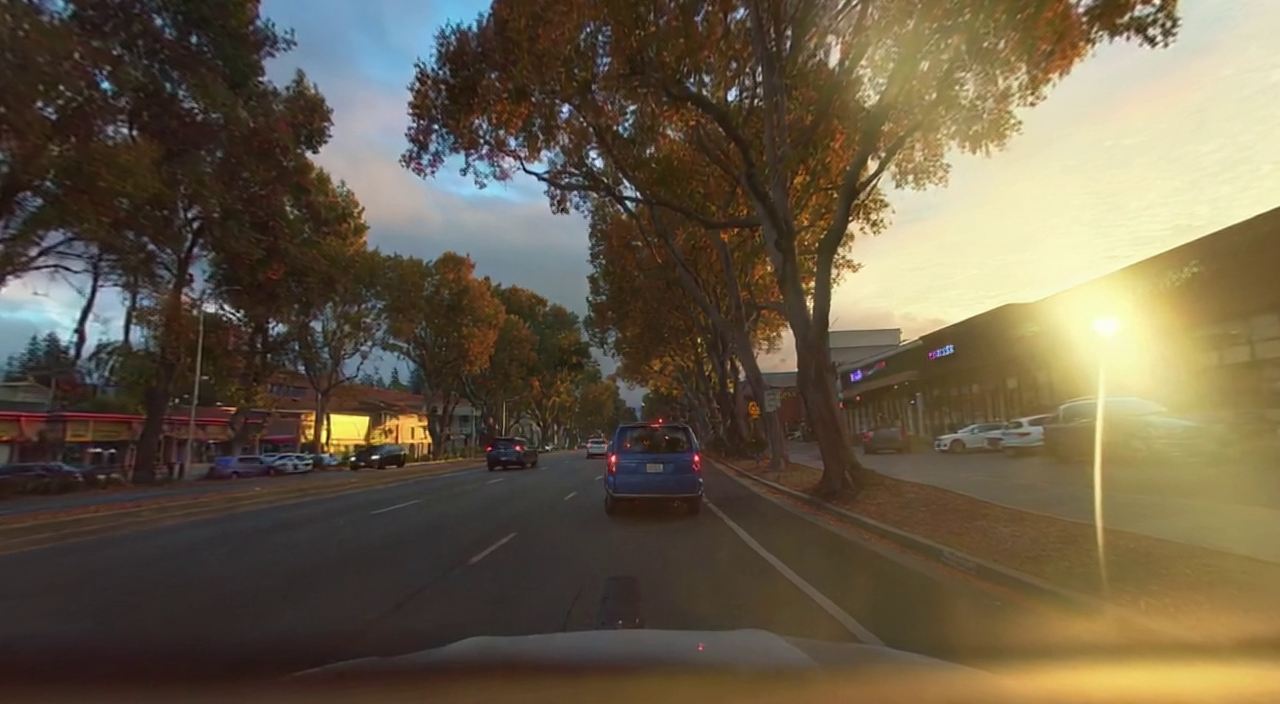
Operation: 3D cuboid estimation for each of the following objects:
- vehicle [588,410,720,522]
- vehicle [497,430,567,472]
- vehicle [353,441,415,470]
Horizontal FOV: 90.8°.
[{"bbox_3d":[0.305,2.193,12.582,2.173,1.830,4.189,0,-9,2],"label":"vehicle"},{"bbox_3d":[-5.278,4.920,31.583,2.154,1.902,4.735,-1,-9,7],"label":"vehicle"},{"bbox_3d":[-18.590,7.519,46.090,2.033,1.923,4.658,-1,-9,8],"label":"vehicle"}]
